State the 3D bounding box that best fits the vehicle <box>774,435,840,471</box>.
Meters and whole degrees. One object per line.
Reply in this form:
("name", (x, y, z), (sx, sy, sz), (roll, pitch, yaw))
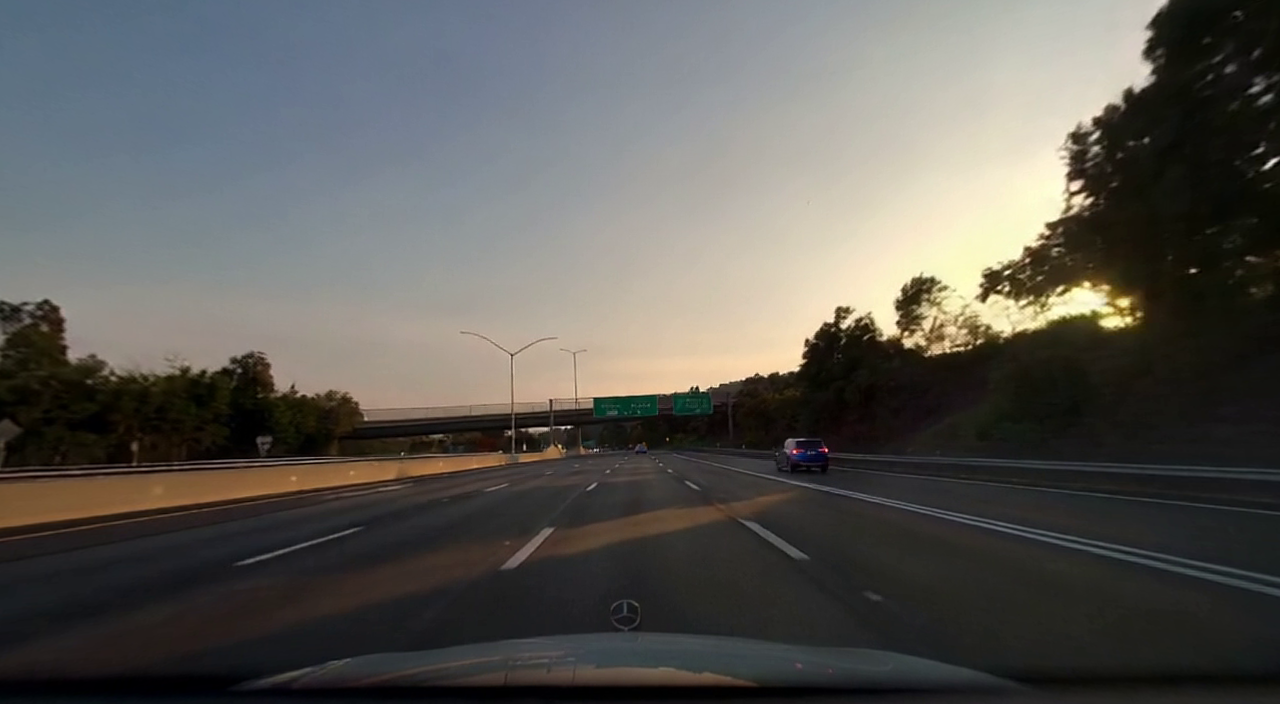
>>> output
("vehicle", (8.653, 5.283, 33.029), (2.091, 1.711, 4.383), (0, -9, -3))
